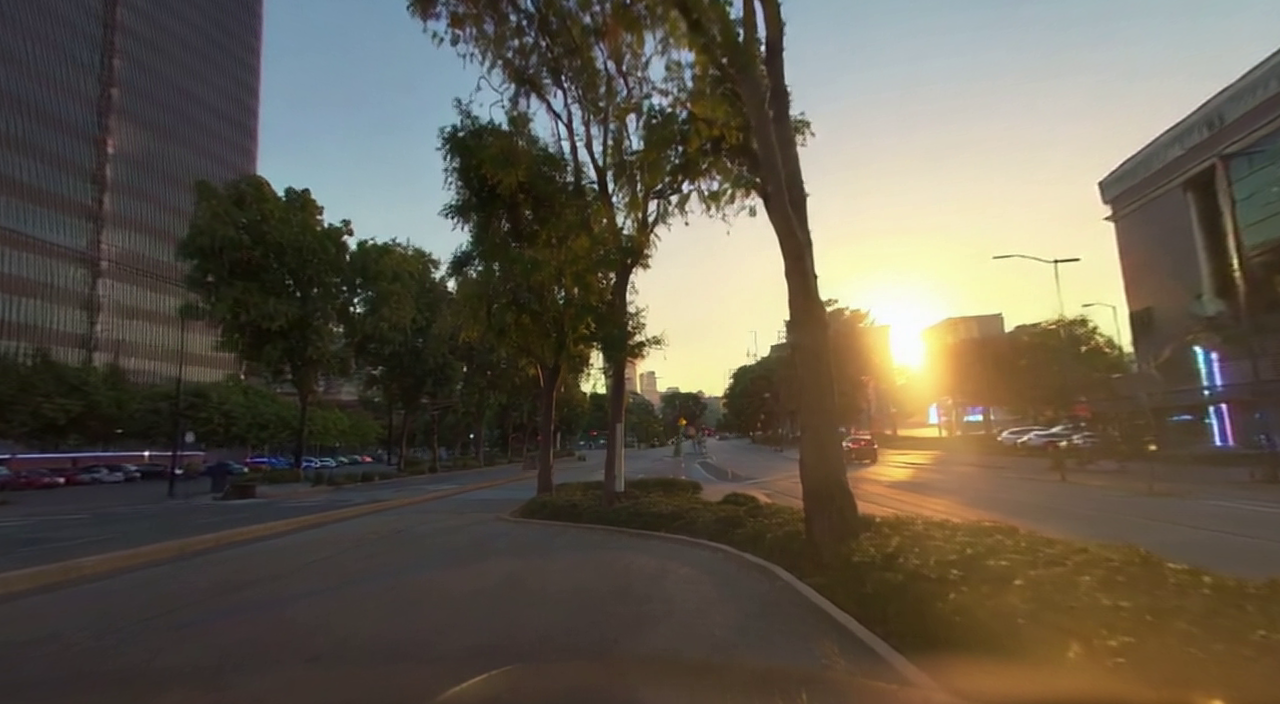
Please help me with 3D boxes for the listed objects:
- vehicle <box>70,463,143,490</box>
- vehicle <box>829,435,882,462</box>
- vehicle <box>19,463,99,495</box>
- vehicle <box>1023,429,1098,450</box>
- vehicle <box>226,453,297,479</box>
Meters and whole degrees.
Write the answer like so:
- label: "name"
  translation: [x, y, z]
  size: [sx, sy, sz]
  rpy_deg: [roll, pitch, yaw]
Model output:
- label: "vehicle"
  translation: [-33.692, 7.804, 39.847]
  size: [4.416, 1.541, 2.102]
  rpy_deg: [-6, -10, 31]
- label: "vehicle"
  translation: [14.284, 6.436, 42.136]
  size: [2.100, 1.638, 4.545]
  rpy_deg: [-1, -9, 2]
- label: "vehicle"
  translation: [-33.207, 7.195, 36.033]
  size: [5.124, 1.541, 2.121]
  rpy_deg: [-6, -10, 34]
- label: "vehicle"
  translation: [29.159, 6.123, 43.880]
  size: [3.839, 1.386, 1.816]
  rpy_deg: [-1, -9, 7]
- label: "vehicle"
  translation: [-27.263, 8.143, 45.410]
  size: [5.483, 1.719, 2.112]
  rpy_deg: [-6, -10, 33]
